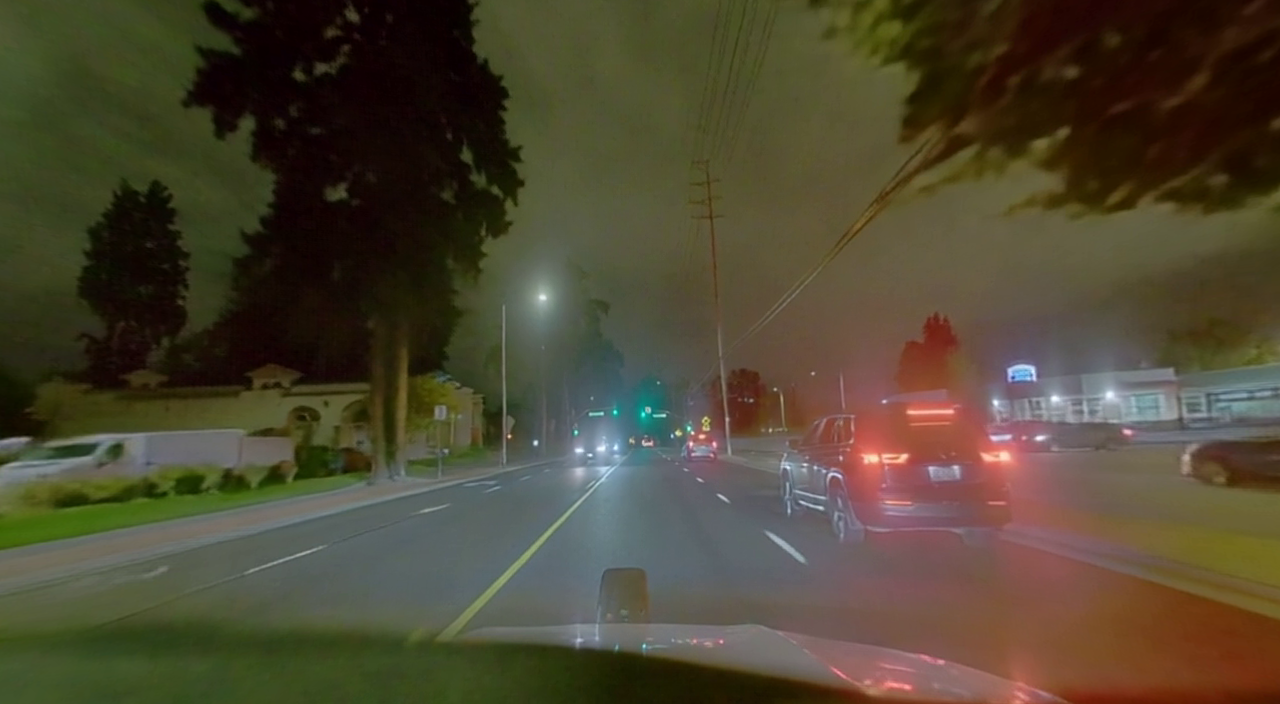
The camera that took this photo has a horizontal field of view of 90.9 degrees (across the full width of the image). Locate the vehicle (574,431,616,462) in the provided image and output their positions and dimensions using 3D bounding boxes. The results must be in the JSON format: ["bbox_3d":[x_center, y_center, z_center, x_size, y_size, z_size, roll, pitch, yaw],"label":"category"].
[{"bbox_3d":[-2.931,6.378,42.700,2.304,1.886,6.516,-1,-8,1],"label":"vehicle"}]

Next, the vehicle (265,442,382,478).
[{"bbox_3d":[-14.355,4.867,28.727,4.318,1.483,1.994,7,-10,-41],"label":"vehicle"}]

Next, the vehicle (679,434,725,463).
[{"bbox_3d":[3.464,5.485,36.076,2.072,1.471,4.834,0,-8,-1],"label":"vehicle"}]

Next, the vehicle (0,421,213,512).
[{"bbox_3d":[-14.874,2.990,17.024,5.135,2.059,2.468,4,-10,-43],"label":"vehicle"}]

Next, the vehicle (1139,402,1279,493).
[{"bbox_3d":[12.404,1.781,11.906,4.022,1.550,2.199,-1,-8,2],"label":"vehicle"}]

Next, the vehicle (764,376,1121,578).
[{"bbox_3d":[3.324,1.513,8.507,2.251,1.861,5.144,0,-8,0],"label":"vehicle"}]

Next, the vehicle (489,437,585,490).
[{"bbox_3d":[-3.079,3.429,19.868,2.133,1.439,4.280,-1,-8,2],"label":"vehicle"}]
